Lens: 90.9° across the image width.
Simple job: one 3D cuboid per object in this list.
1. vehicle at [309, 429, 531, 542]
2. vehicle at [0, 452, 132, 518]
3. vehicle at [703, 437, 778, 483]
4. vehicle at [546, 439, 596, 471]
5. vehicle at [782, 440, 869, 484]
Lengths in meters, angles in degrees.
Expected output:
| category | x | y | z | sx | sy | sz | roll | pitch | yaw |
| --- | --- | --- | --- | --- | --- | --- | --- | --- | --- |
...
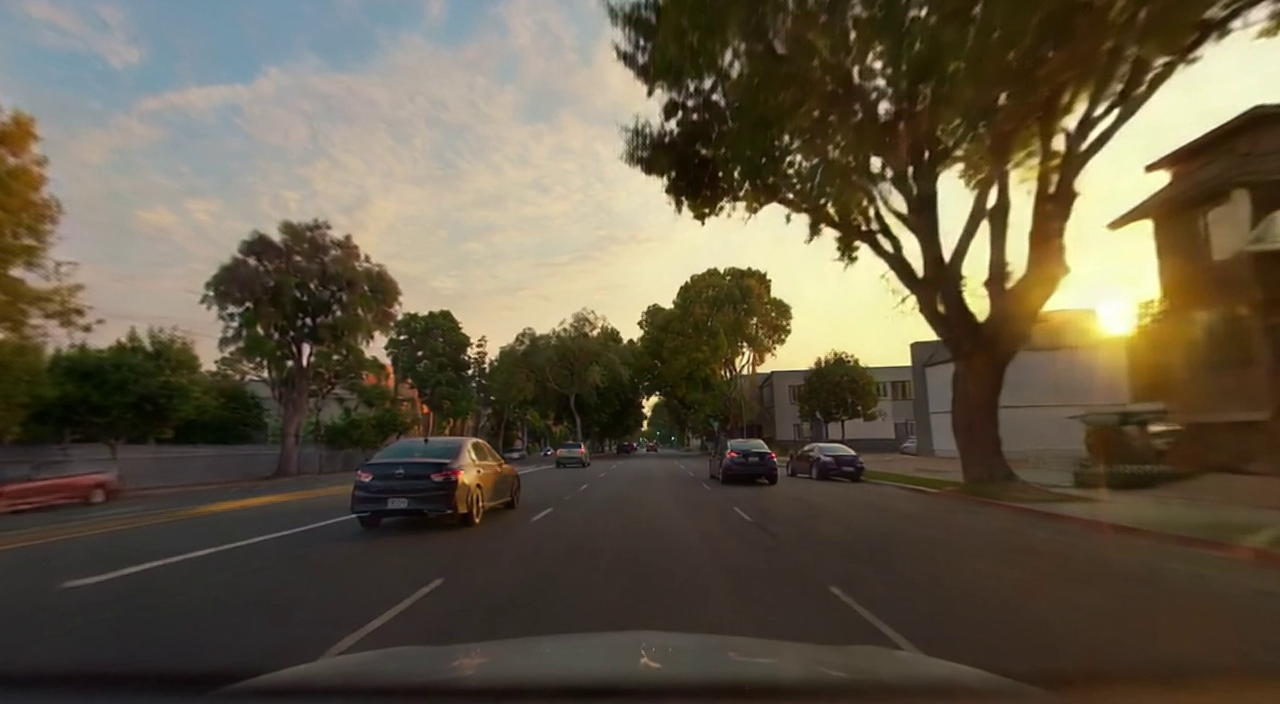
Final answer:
| category | x | y | z | sx | sy | sz | roll | pitch | yaw |
| --- | --- | --- | --- | --- | --- | --- | --- | --- | --- |
| vehicle | -3.315 | 2.096 | 10.621 | 2.053 | 1.480 | 4.381 | 0 | -8 | 2 |
| vehicle | -18.907 | 4.031 | 19.539 | 2.033 | 1.795 | 5.027 | 0 | -8 | 0 |
| vehicle | 3.565 | 3.921 | 23.169 | 2.010 | 1.486 | 4.498 | 0 | -8 | 0 |
| vehicle | -3.484 | 5.319 | 32.737 | 1.988 | 1.497 | 4.404 | 0 | -8 | 2 |
| vehicle | 6.658 | 3.971 | 23.119 | 1.912 | 1.433 | 4.265 | 0 | -8 | 0 |
